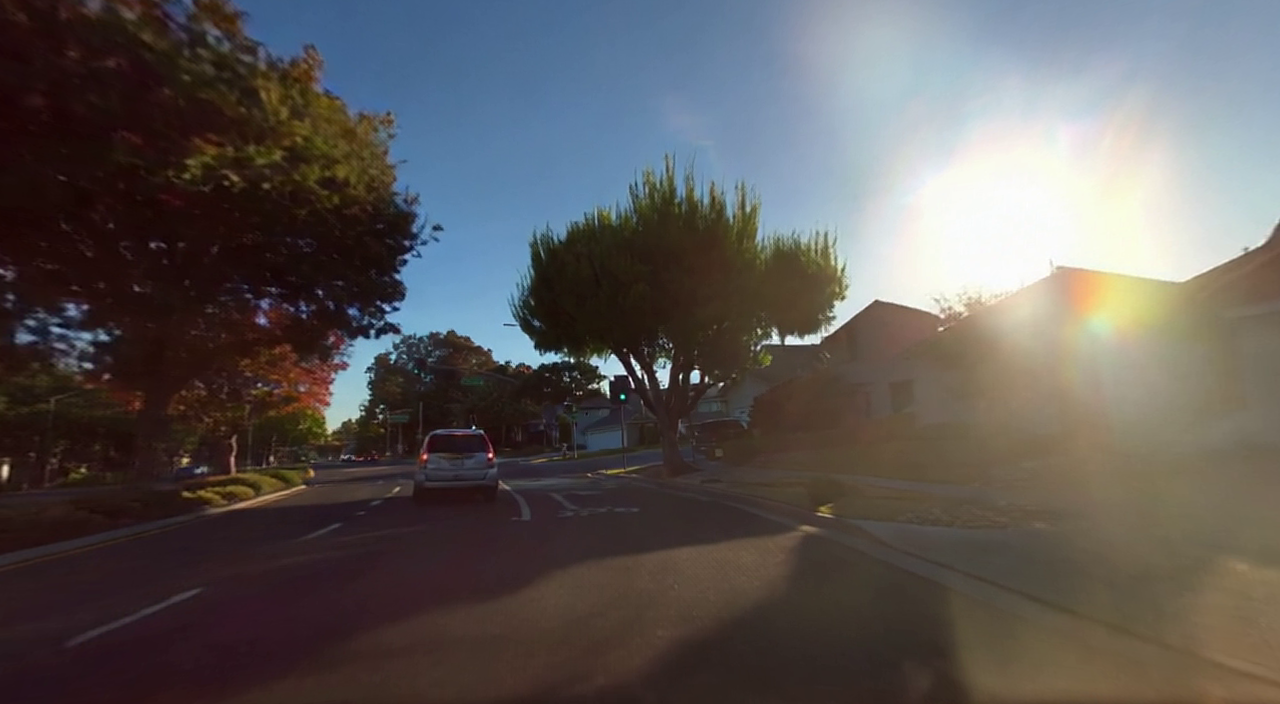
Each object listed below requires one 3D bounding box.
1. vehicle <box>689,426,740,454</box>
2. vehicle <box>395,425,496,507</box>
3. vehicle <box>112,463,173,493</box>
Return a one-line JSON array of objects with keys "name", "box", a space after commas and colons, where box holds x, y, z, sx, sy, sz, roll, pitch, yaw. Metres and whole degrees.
[{"name": "vehicle", "box": [4.201, 5.072, 36.353, 1.911, 1.516, 4.251, 1, -8, -8]}, {"name": "vehicle", "box": [-4.676, 2.723, 15.534, 1.990, 1.707, 4.225, 2, -9, -15]}, {"name": "vehicle", "box": [-31.625, 7.972, 40.299, 1.943, 1.677, 4.176, 4, -9, -23]}]
